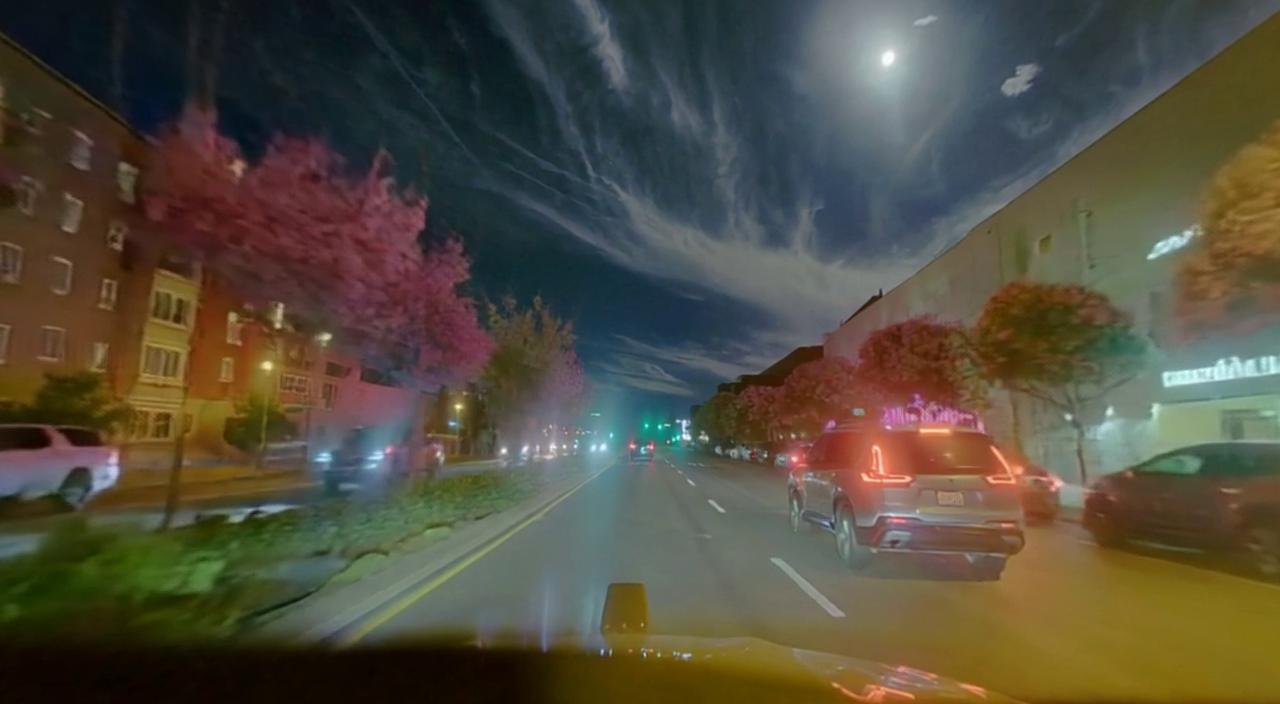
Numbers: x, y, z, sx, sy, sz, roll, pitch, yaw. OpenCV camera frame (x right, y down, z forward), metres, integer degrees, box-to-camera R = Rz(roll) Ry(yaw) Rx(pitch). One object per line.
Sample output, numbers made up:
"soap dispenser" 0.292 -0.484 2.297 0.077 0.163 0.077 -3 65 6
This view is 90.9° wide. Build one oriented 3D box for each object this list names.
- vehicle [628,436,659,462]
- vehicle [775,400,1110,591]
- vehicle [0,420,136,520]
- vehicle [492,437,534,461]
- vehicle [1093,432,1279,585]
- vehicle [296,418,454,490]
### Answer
"vehicle" 0.310 7.171 46.626 2.244 1.813 4.129 0 -8 2
"vehicle" 3.285 1.663 8.160 2.071 1.747 4.549 0 -8 0
"vehicle" -11.999 2.015 10.784 2.191 1.684 5.428 0 -8 1
"vehicle" -9.069 6.964 45.409 2.042 1.654 4.504 0 -8 1
"vehicle" 7.656 1.675 6.861 1.919 1.586 4.692 0 -8 0
"vehicle" -7.897 3.142 19.661 2.249 1.898 5.815 0 -8 2
